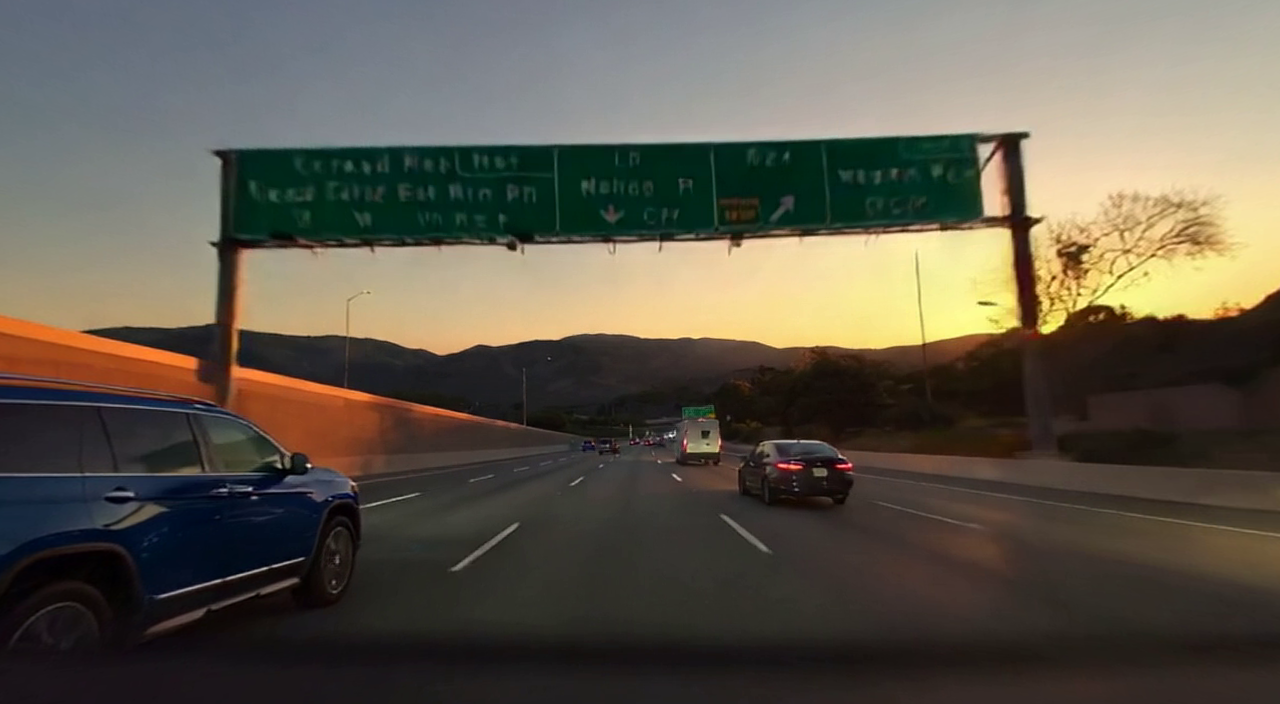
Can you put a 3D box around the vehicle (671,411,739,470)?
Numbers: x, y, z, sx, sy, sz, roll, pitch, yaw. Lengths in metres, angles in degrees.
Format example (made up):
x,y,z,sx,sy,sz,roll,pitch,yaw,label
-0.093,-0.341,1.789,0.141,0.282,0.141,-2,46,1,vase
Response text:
x,y,z,sx,sy,sz,roll,pitch,yaw,label
3.192,4.591,32.721,2.629,2.718,6.740,0,-8,-1,vehicle

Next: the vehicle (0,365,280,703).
x,y,z,sx,sy,sz,roll,pitch,yaw,label
-4.006,0.913,3.087,2.000,1.646,4.201,0,-8,0,vehicle

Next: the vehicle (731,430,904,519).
x,y,z,sx,sy,sz,roll,pitch,yaw,label
3.428,2.487,13.466,2.108,1.509,5.059,0,-8,-1,vehicle
